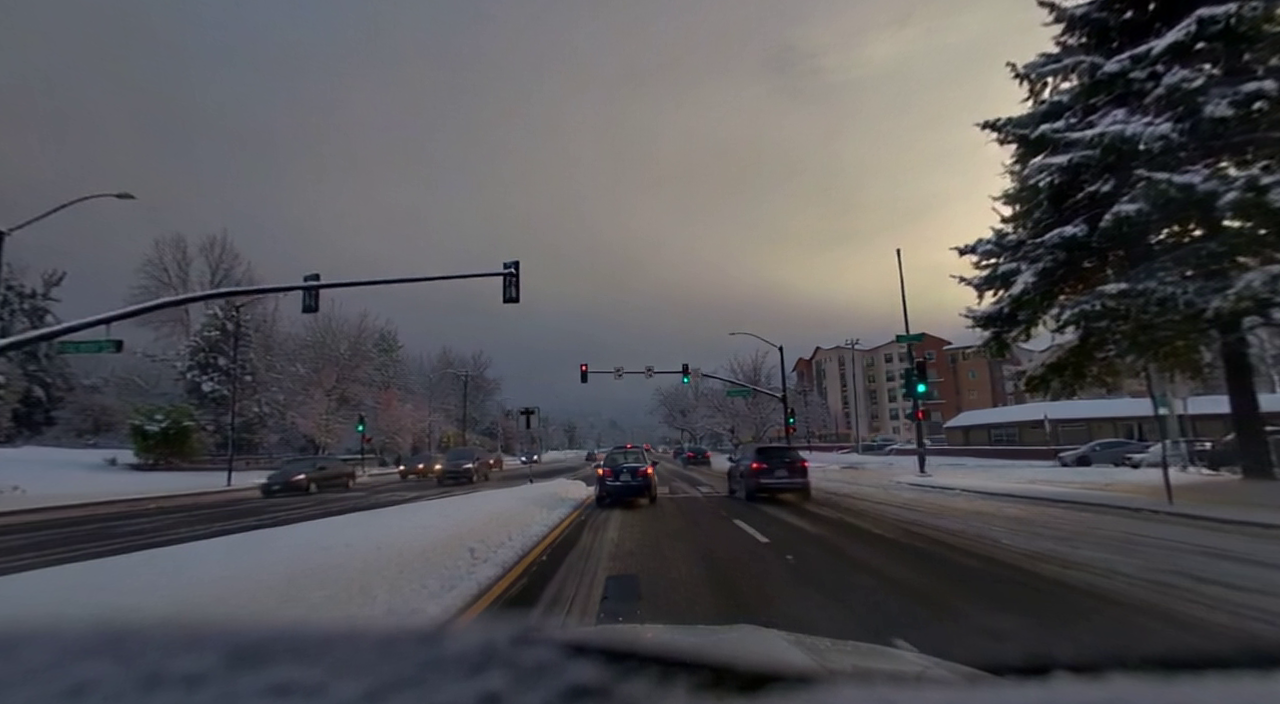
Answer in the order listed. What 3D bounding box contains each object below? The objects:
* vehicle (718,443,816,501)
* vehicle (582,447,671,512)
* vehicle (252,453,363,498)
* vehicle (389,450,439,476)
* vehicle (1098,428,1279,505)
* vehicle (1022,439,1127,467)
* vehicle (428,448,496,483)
[{"bbox_3d":[3.616,3.478,18.673,2.023,1.506,3.816,0,-9,-1],"label":"vehicle"},{"bbox_3d":[-0.326,3.182,16.248,2.010,1.447,4.121,0,-9,-1],"label":"vehicle"},{"bbox_3d":[-12.362,4.579,23.720,1.904,1.475,4.068,0,-9,1],"label":"vehicle"},{"bbox_3d":[-15.996,7.842,44.684,1.922,1.717,4.366,0,-9,0],"label":"vehicle"},{"bbox_3d":[13.059,2.582,14.563,1.887,1.504,3.898,0,-9,-2],"label":"vehicle"},{"bbox_3d":[25.973,6.042,37.781,4.665,1.612,1.937,-1,-9,8],"label":"vehicle"},{"bbox_3d":[-8.571,5.460,30.675,1.966,1.571,4.479,0,-9,1],"label":"vehicle"}]
